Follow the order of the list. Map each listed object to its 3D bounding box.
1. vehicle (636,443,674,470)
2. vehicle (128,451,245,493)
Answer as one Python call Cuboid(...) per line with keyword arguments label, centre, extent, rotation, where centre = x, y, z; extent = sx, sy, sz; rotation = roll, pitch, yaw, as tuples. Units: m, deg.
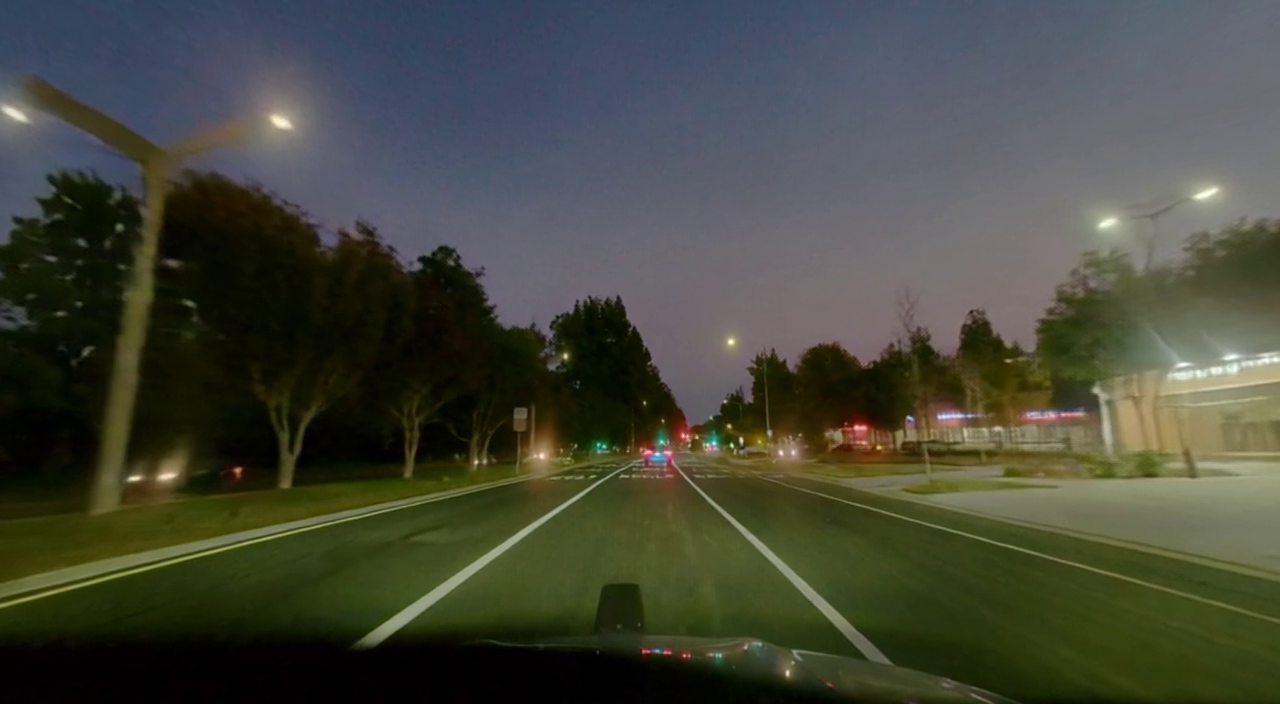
Cuboid(label="vehicle", centre=(0.900, 6.202, 37.535), extent=(2.144, 1.505, 4.128), rotation=(0, -9, 1))
Cuboid(label="vehicle", centre=(-20.232, 5.324, 28.290), extent=(1.904, 1.677, 4.415), rotation=(0, -9, 1))
